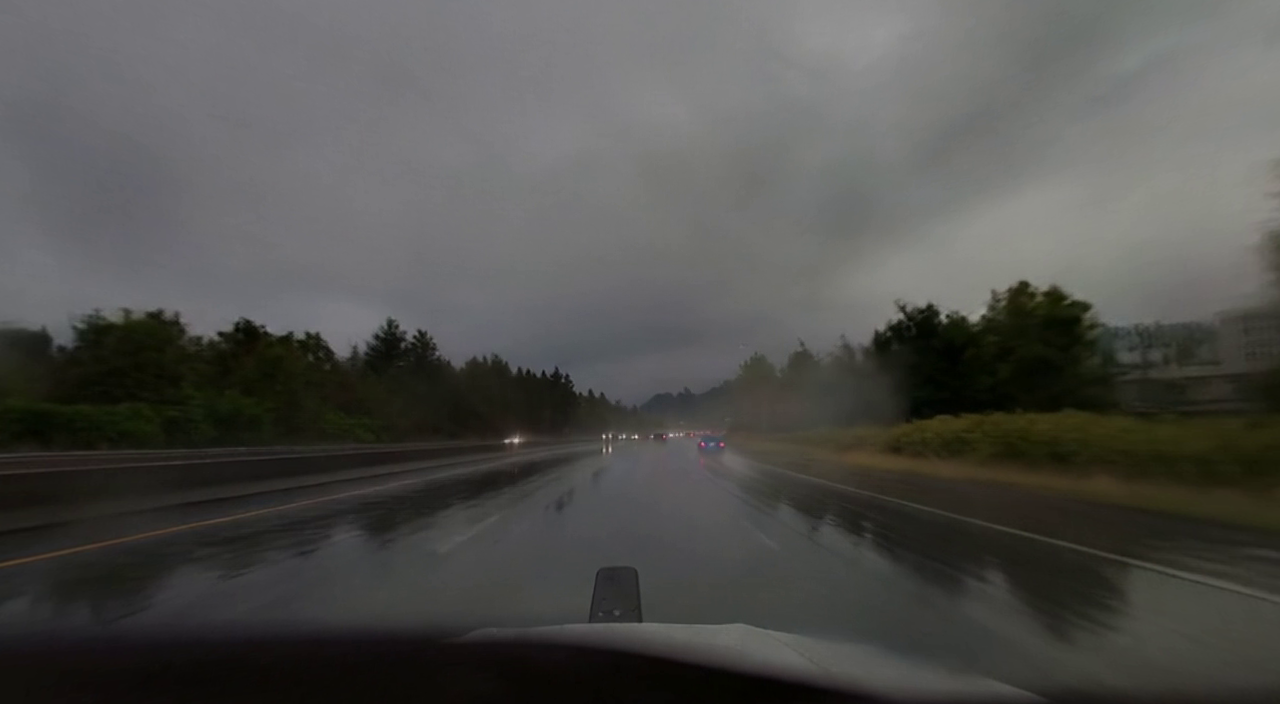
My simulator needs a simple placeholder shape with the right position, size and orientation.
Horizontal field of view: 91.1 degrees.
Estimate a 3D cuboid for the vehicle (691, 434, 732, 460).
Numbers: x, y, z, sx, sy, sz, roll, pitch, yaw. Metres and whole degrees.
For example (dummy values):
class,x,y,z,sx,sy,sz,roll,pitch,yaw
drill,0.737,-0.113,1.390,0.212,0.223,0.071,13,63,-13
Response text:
class,x,y,z,sx,sy,sz,roll,pitch,yaw
vehicle,4.214,5.675,37.913,1.982,1.452,4.294,0,-8,0
